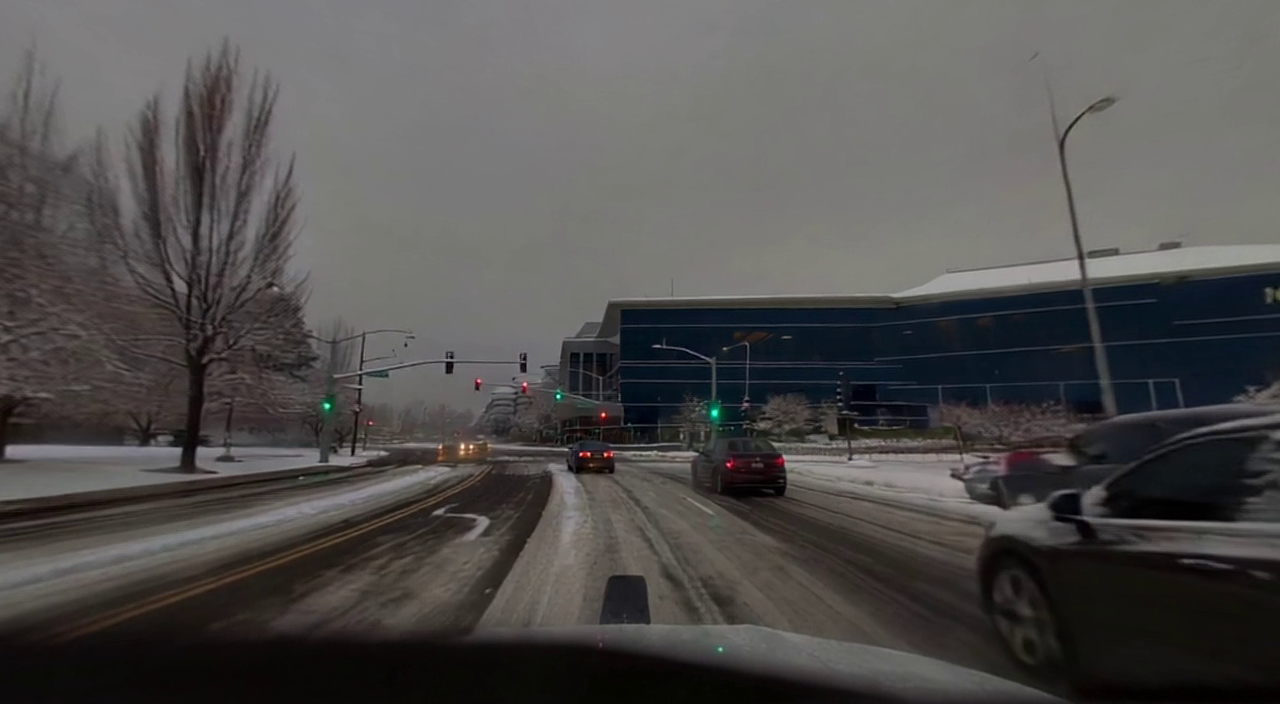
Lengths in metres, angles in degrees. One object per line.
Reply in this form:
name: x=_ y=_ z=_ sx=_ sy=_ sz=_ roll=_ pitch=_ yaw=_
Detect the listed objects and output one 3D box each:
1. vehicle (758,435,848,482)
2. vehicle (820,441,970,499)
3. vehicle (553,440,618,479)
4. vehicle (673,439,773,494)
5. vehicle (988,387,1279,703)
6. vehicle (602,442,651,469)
vehicle: x=6.077 y=4.020 z=24.082 sx=1.825 sy=1.646 sz=4.070 roll=1 pitch=-9 yaw=-9
vehicle: x=7.087 y=3.301 z=18.147 sx=1.903 sy=1.432 sz=4.514 roll=1 pitch=-8 yaw=-8
vehicle: x=-2.484 y=4.634 z=27.594 sx=2.308 sy=1.535 sz=4.811 roll=2 pitch=-9 yaw=-11
vehicle: x=2.412 y=3.485 z=19.621 sx=1.984 sy=1.476 sz=4.488 roll=1 pitch=-8 yaw=-8
vehicle: x=3.203 y=0.778 z=1.507 sx=2.280 sy=1.472 sz=4.426 roll=0 pitch=-8 yaw=1
vehicle: x=-0.882 y=6.048 z=37.150 sx=1.957 sy=1.463 sz=4.701 roll=2 pitch=-9 yaw=-13
